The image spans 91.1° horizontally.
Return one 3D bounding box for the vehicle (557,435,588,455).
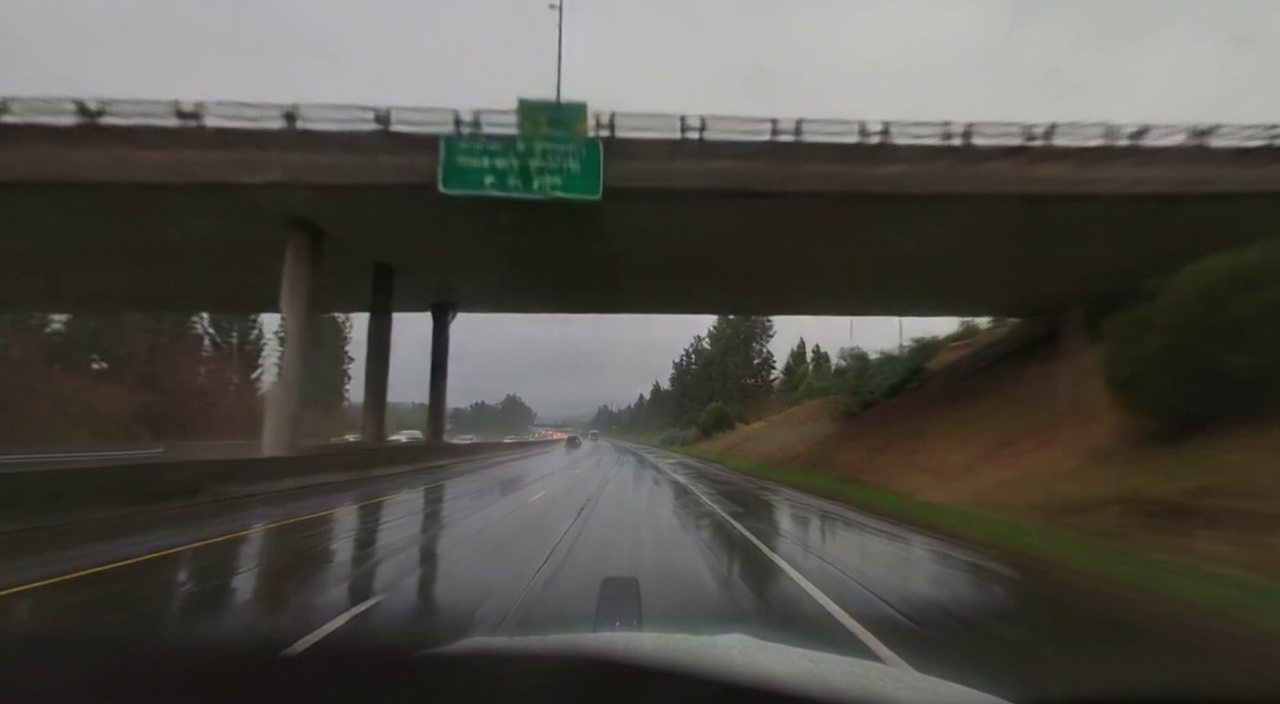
[{"bbox_3d":[-5.100,7.098,48.202,2.005,1.509,4.260,0,-8,-2],"label":"vehicle"}]
